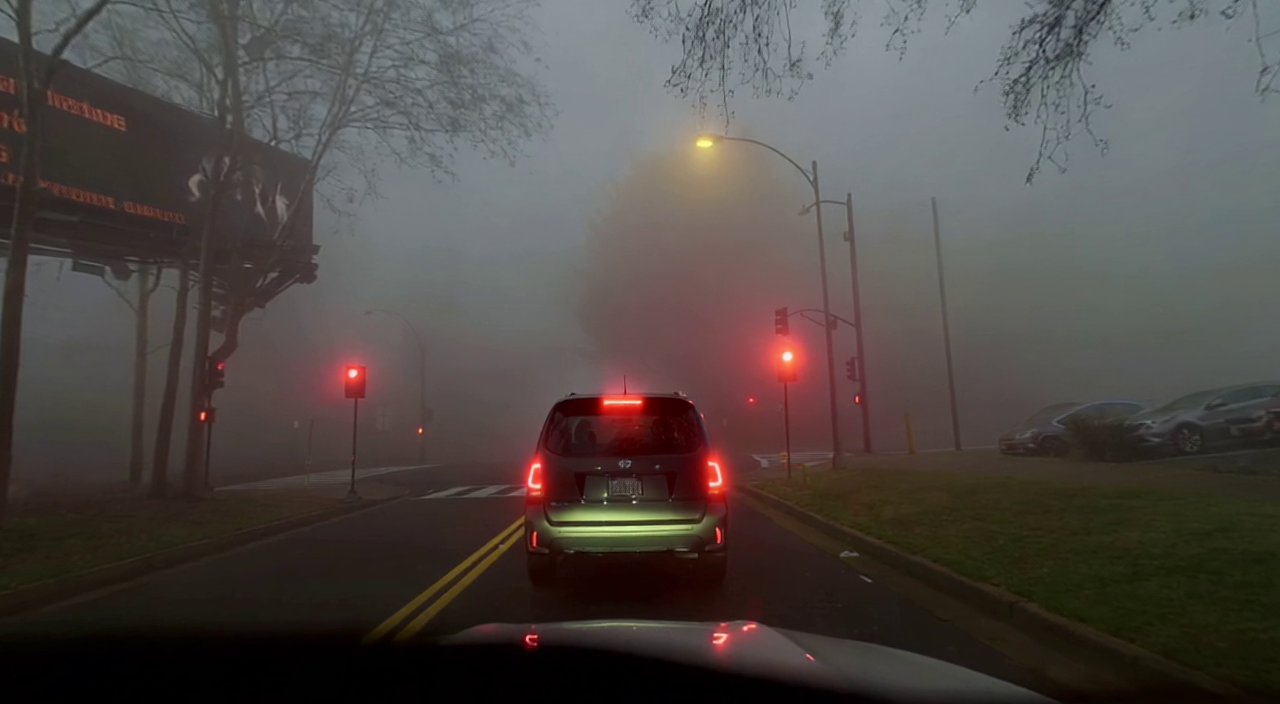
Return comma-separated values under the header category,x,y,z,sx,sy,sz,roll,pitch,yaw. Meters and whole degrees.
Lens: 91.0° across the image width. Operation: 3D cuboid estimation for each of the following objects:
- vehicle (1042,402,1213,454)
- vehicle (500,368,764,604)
category,x,y,z,sx,sy,sz,roll,pitch,yaw
vehicle,15.266,2.447,19.947,3.750,1.502,1.781,-2,-8,13
vehicle,-0.065,1.362,7.135,2.142,1.904,3.816,-1,-8,0
